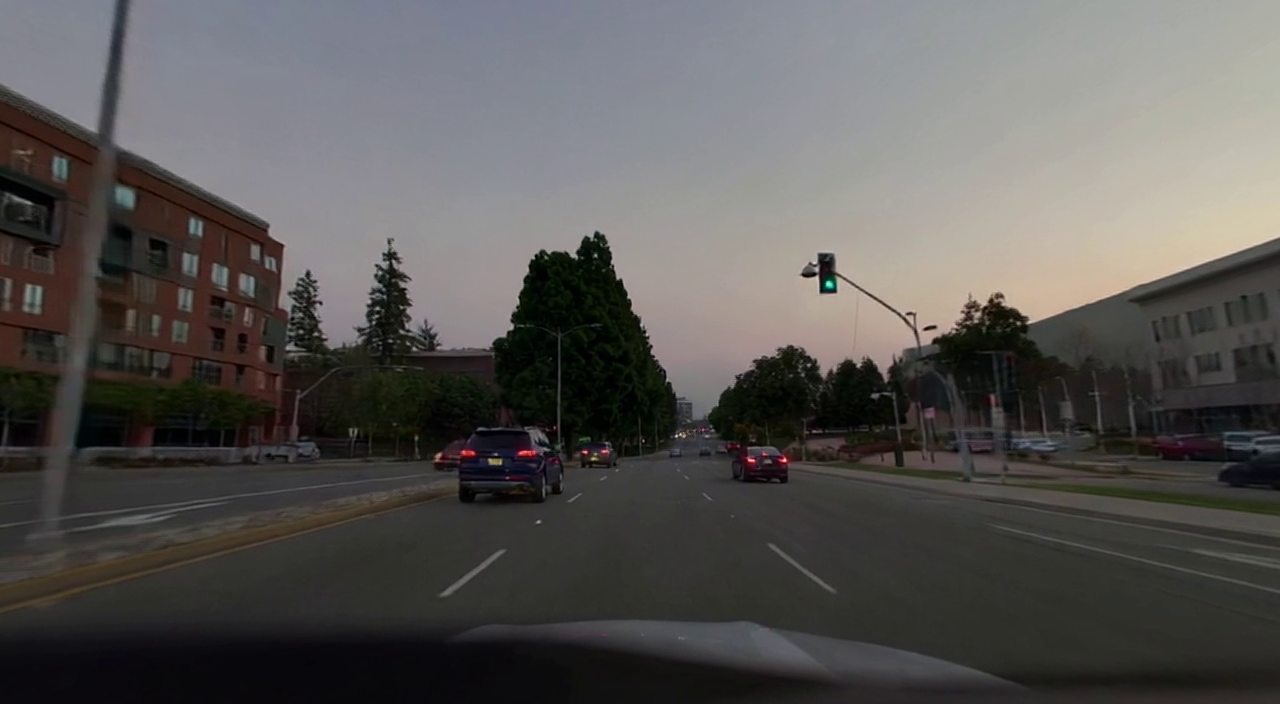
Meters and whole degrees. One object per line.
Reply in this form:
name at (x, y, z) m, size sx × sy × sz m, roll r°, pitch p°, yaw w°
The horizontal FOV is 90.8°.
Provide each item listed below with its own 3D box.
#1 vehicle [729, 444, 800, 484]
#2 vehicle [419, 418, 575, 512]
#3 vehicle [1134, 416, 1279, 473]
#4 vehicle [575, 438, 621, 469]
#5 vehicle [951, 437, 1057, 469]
vehicle at (4.967, 4.506, 25.844) m, size 1.960 × 1.471 × 4.378 m, roll 0°, pitch -8°, yaw -1°
vehicle at (-3.164, 2.683, 15.519) m, size 2.450 × 1.866 × 5.416 m, roll 0°, pitch -8°, yaw 1°
vehicle at (27.649, 4.337, 29.632) m, size 2.943 × 2.298 × 7.374 m, roll 0°, pitch -8°, yaw 0°
vehicle at (-2.606, 6.472, 40.490) m, size 2.305 × 1.833 × 4.912 m, roll 0°, pitch -8°, yaw 3°
vehicle at (20.035, 5.562, 34.797) m, size 4.972 × 1.547 × 2.226 m, roll 2°, pitch -9°, yaw -20°
